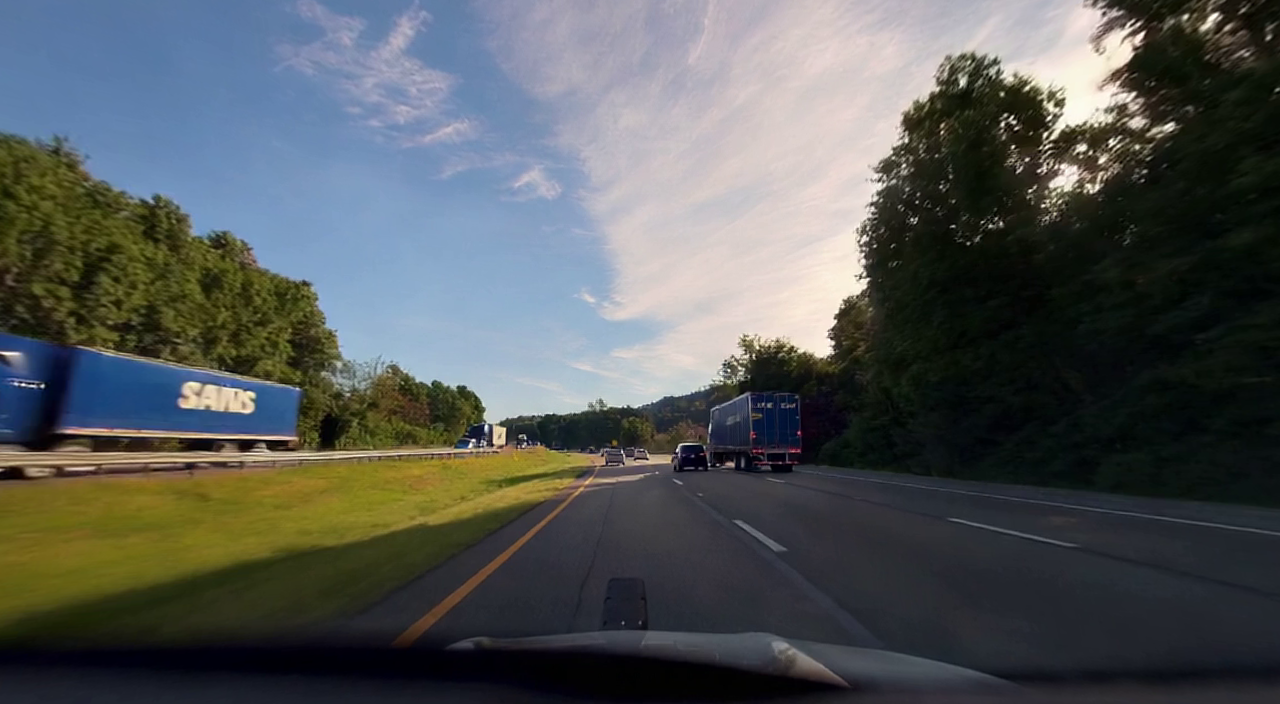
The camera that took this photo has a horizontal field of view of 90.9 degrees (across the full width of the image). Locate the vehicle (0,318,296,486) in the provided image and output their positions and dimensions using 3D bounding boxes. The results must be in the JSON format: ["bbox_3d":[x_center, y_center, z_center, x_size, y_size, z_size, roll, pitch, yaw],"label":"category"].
[{"bbox_3d":[-17.145,2.255,21.851,2.843,4.028,14.083,0,-9,-1],"label":"vehicle"}]

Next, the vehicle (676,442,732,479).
[{"bbox_3d":[2.918,5.051,29.531,2.013,1.623,3.916,0,-9,-3],"label":"vehicle"}]

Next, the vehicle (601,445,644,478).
[{"bbox_3d":[-0.890,5.506,31.848,2.050,1.534,3.771,0,-9,-2],"label":"vehicle"}]

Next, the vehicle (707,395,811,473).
[{"bbox_3d":[6.861,5.319,39.497,2.965,3.990,14.227,1,-9,-3],"label":"vehicle"}]

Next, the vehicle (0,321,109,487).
[{"bbox_3d":[-16.944,1.243,15.149,2.955,3.956,5.855,0,-9,-1],"label":"vehicle"}]
